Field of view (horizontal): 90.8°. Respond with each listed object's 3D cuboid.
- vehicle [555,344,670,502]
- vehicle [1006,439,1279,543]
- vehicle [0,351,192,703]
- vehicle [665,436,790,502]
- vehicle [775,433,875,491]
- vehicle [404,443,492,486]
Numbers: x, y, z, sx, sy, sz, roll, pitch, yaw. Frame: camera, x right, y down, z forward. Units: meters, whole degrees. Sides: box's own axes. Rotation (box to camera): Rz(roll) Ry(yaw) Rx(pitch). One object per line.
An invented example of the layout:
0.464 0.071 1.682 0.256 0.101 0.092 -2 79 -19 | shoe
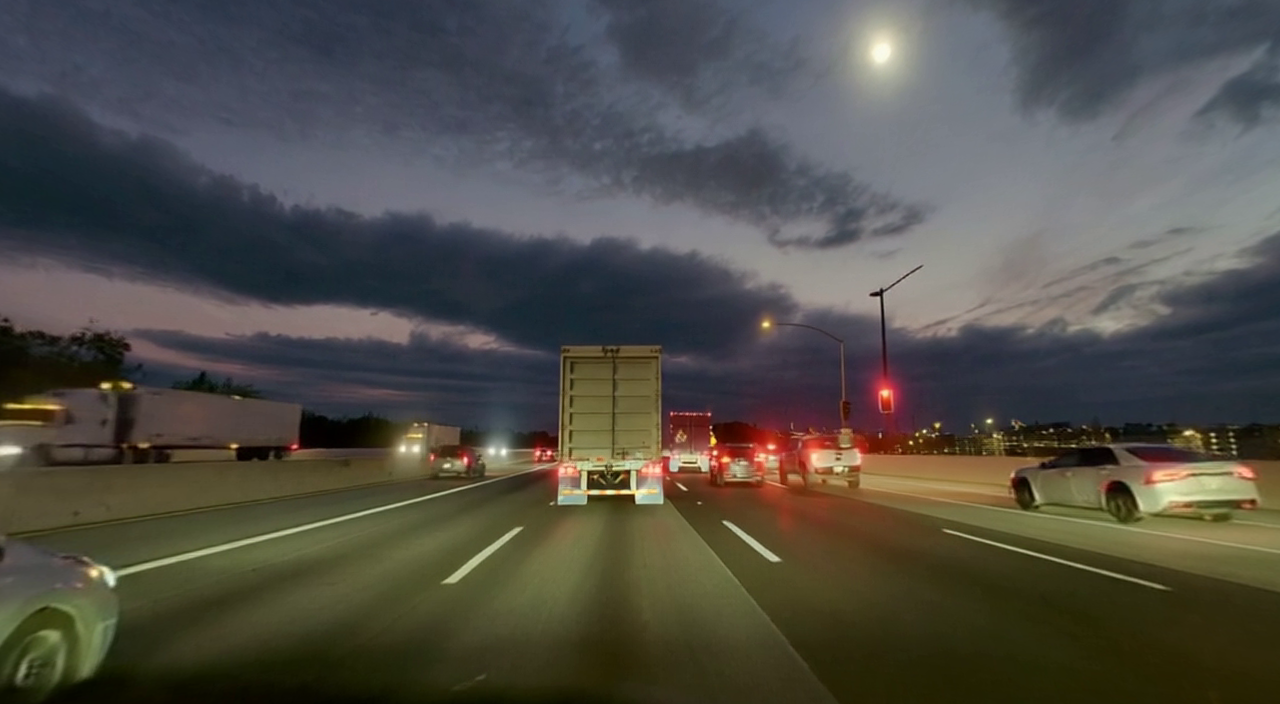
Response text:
-0.764 2.590 21.579 2.906 4.040 10.743 0 -9 -1 | vehicle
9.369 2.390 11.662 2.002 1.472 4.950 0 -9 -4 | vehicle
-3.328 0.656 1.197 1.946 1.641 4.105 0 -9 -1 | vehicle
2.939 4.654 26.426 2.869 1.940 14.755 0 -9 -1 | vehicle
6.586 3.966 23.076 2.070 1.888 4.546 0 -9 -3 | vehicle
-7.267 4.273 24.448 1.973 1.471 4.779 0 -9 -1 | vehicle
